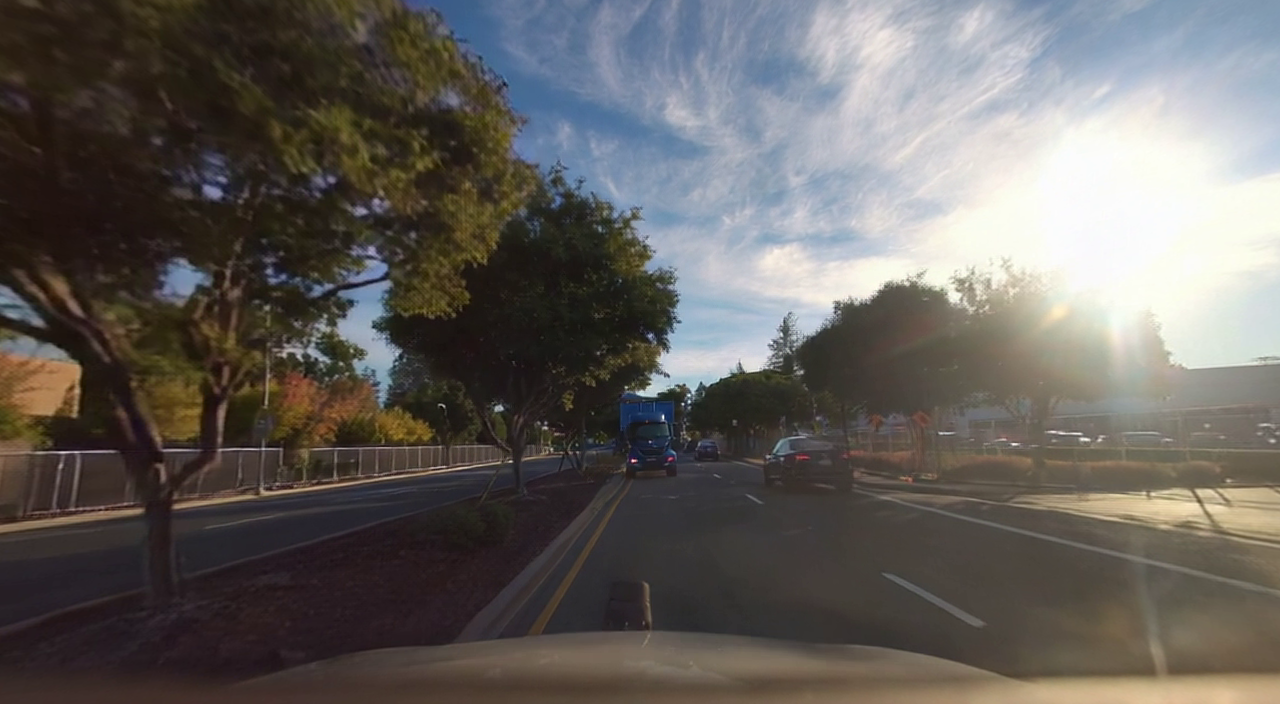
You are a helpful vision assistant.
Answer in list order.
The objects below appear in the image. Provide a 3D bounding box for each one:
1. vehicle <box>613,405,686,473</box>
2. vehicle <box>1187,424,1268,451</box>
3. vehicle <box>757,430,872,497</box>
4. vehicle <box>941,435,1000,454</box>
[{"bbox_3d":[0.530,4.341,31.173,3.197,2.963,7.055,0,-8,2],"label":"vehicle"},{"bbox_3d":[43.594,6.346,46.935,2.050,1.801,5.143,-5,-8,15],"label":"vehicle"},{"bbox_3d":[4.840,3.161,18.260,2.076,1.661,4.524,0,-8,1],"label":"vehicle"},{"bbox_3d":[23.421,6.563,44.687,3.251,1.321,1.555,-1,-9,0],"label":"vehicle"}]
